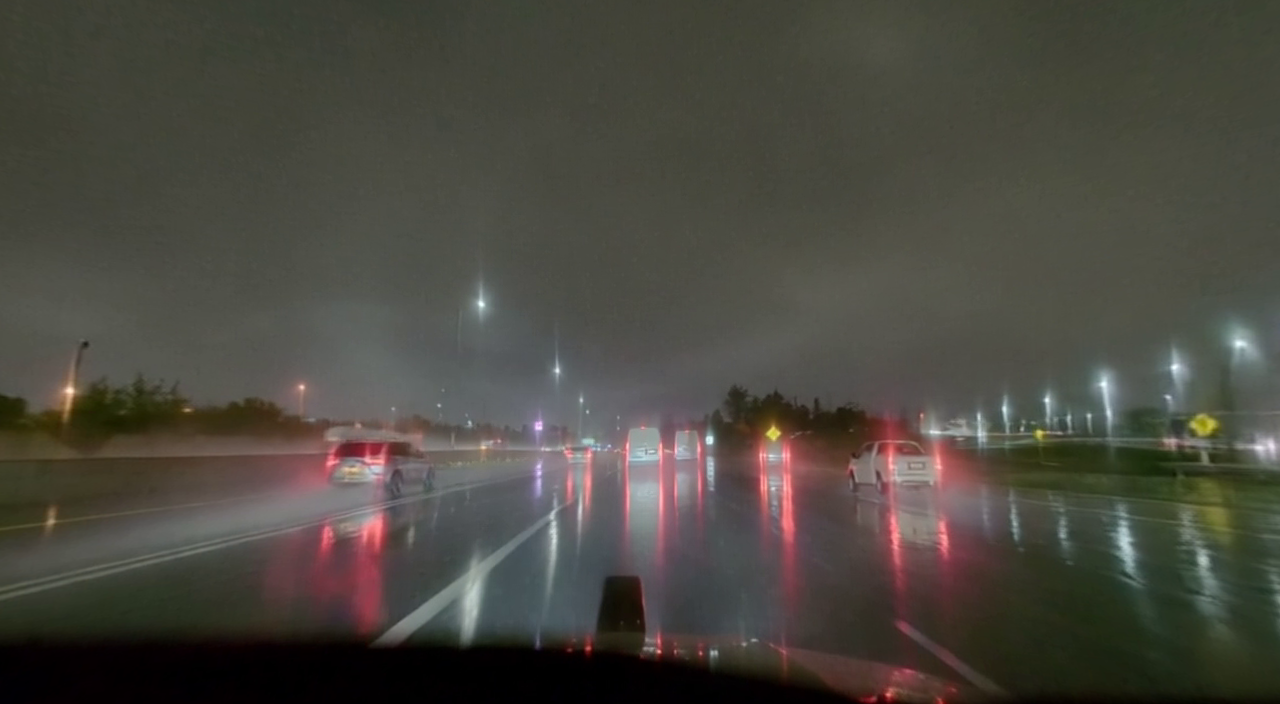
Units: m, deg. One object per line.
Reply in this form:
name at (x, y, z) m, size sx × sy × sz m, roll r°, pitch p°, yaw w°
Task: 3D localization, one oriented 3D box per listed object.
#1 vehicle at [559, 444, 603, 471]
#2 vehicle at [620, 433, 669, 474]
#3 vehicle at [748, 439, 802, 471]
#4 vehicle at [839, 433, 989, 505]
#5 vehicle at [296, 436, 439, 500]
vehicle at (-3.610, 6.533, 39.216) m, size 2.173 × 1.542 × 4.781 m, roll 0°, pitch -9°, yaw 1°
vehicle at (0.257, 5.509, 34.433) m, size 2.509 × 2.062 × 4.639 m, roll 0°, pitch -9°, yaw 0°
vehicle at (7.995, 6.165, 37.913) m, size 2.147 × 1.808 × 5.243 m, roll 0°, pitch -9°, yaw 0°
vehicle at (7.197, 3.107, 17.186) m, size 2.146 × 1.678 × 4.489 m, roll 0°, pitch -9°, yaw 2°
vehicle at (-7.710, 3.315, 18.432) m, size 2.108 × 1.619 × 4.548 m, roll 0°, pitch -8°, yaw 1°
